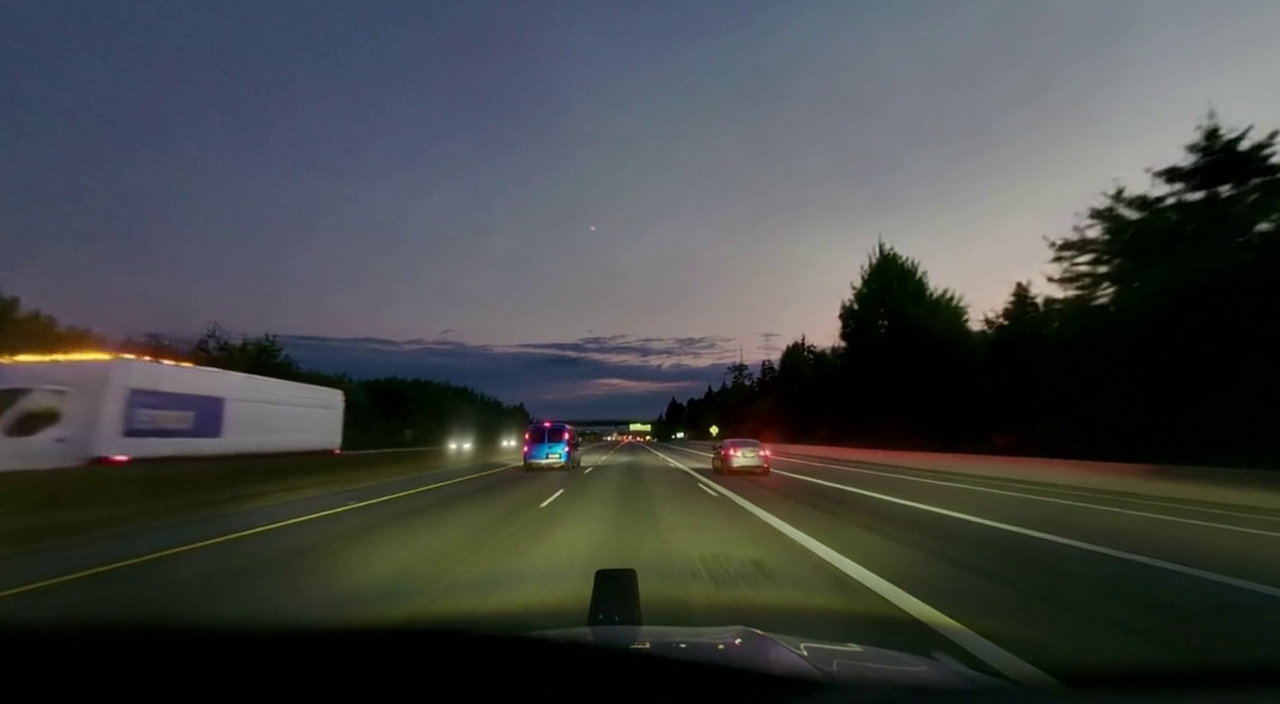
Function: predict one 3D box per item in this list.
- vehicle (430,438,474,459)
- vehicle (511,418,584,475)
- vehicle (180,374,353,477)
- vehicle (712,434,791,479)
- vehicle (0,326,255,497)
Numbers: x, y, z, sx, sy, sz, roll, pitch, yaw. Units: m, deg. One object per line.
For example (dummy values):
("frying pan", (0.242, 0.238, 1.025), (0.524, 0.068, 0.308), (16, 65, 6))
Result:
("vehicle", (-12.783, 6.558, 43.066), (1.789, 1.377, 3.840), (0, -8, 0))
("vehicle", (-3.584, 3.767, 25.414), (2.275, 2.053, 5.082), (0, -8, -1))
("vehicle", (-16.276, 3.384, 28.540), (2.838, 3.917, 8.722), (1, -8, -4))
("vehicle", (3.879, 3.685, 22.646), (2.020, 1.464, 3.803), (0, -8, -2))
("vehicle", (-15.937, 1.883, 18.282), (2.954, 3.813, 10.753), (0, -8, -1))
